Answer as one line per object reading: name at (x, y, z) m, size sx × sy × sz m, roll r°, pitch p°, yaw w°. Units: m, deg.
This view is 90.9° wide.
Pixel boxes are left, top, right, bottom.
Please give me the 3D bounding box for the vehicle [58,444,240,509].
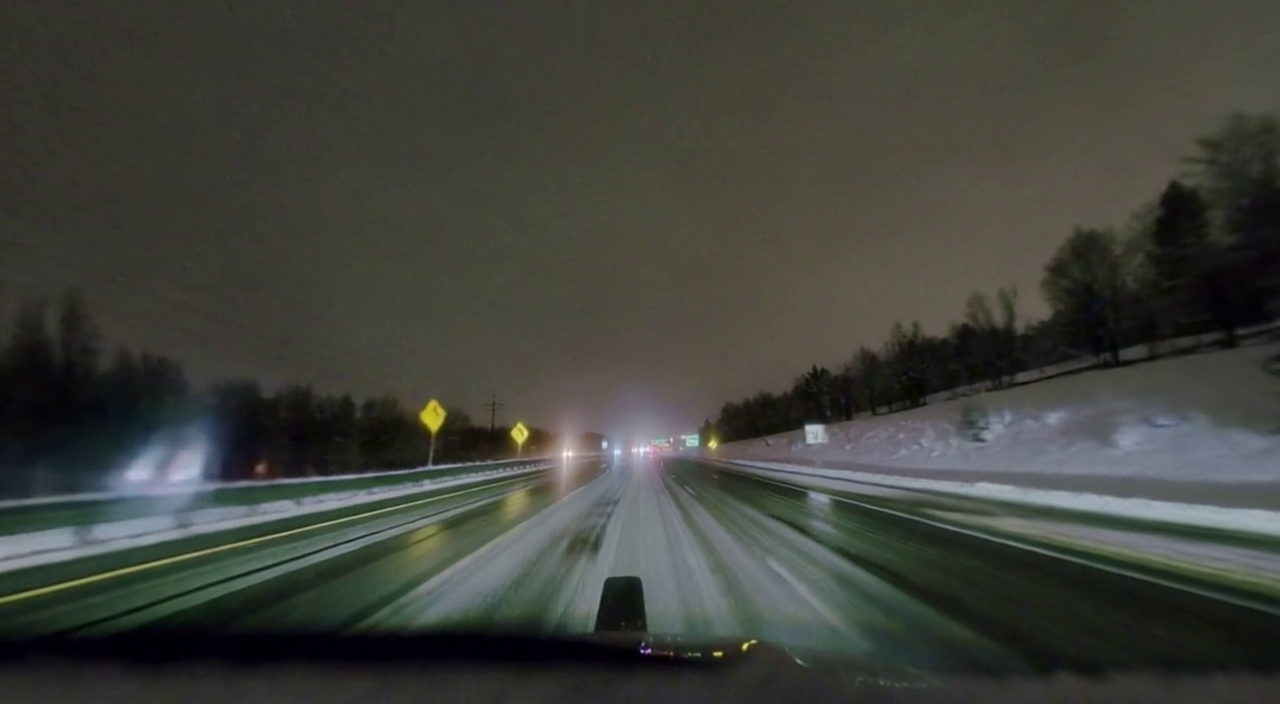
vehicle at (-15.795, 3.984, 20.715) m, size 2.051 × 1.861 × 4.741 m, roll 0°, pitch -9°, yaw 1°
